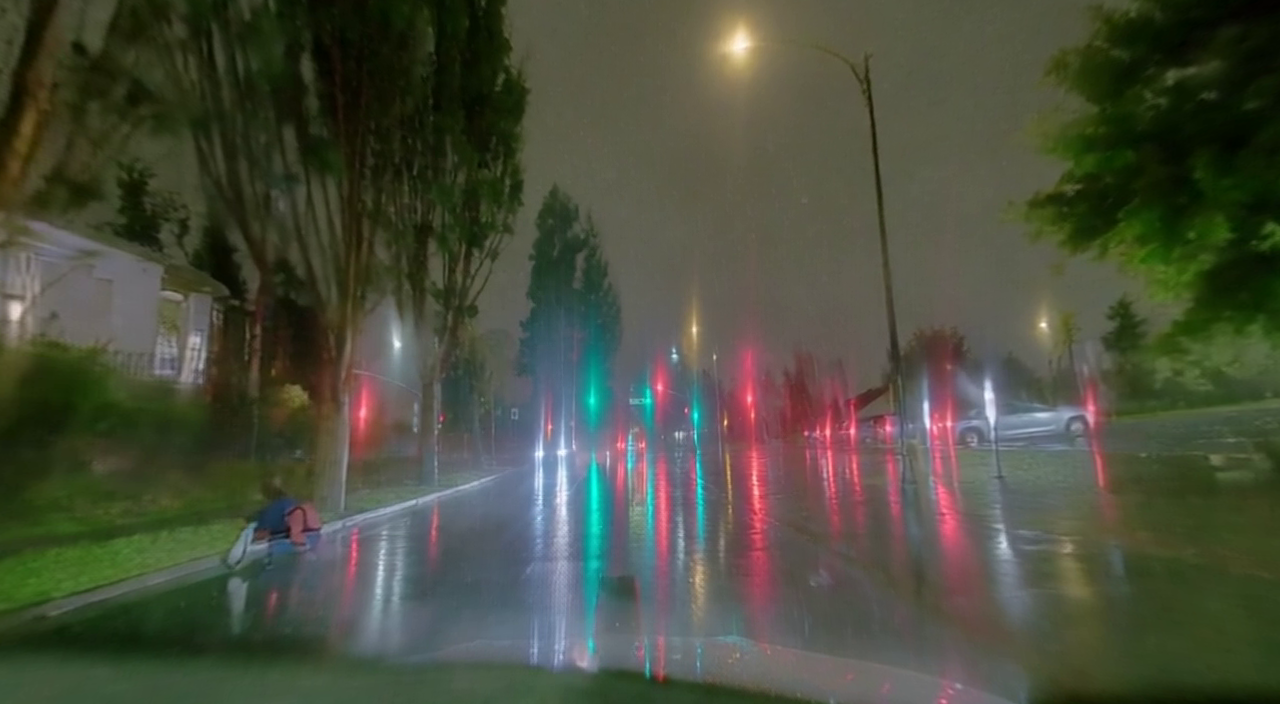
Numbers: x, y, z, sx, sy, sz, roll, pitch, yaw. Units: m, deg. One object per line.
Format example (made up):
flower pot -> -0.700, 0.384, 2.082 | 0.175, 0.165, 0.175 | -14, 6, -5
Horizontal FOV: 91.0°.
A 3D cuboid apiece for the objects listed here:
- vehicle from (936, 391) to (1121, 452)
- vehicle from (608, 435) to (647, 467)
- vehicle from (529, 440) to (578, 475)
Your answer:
vehicle -> 11.999, 2.184, 19.727 | 4.349, 1.462, 1.982 | -5, -7, 6
vehicle -> -0.653, 5.651, 36.106 | 2.142, 1.686, 3.816 | -1, -8, 1
vehicle -> -4.071, 4.982, 30.027 | 1.973, 1.512, 3.524 | 0, -8, -2
